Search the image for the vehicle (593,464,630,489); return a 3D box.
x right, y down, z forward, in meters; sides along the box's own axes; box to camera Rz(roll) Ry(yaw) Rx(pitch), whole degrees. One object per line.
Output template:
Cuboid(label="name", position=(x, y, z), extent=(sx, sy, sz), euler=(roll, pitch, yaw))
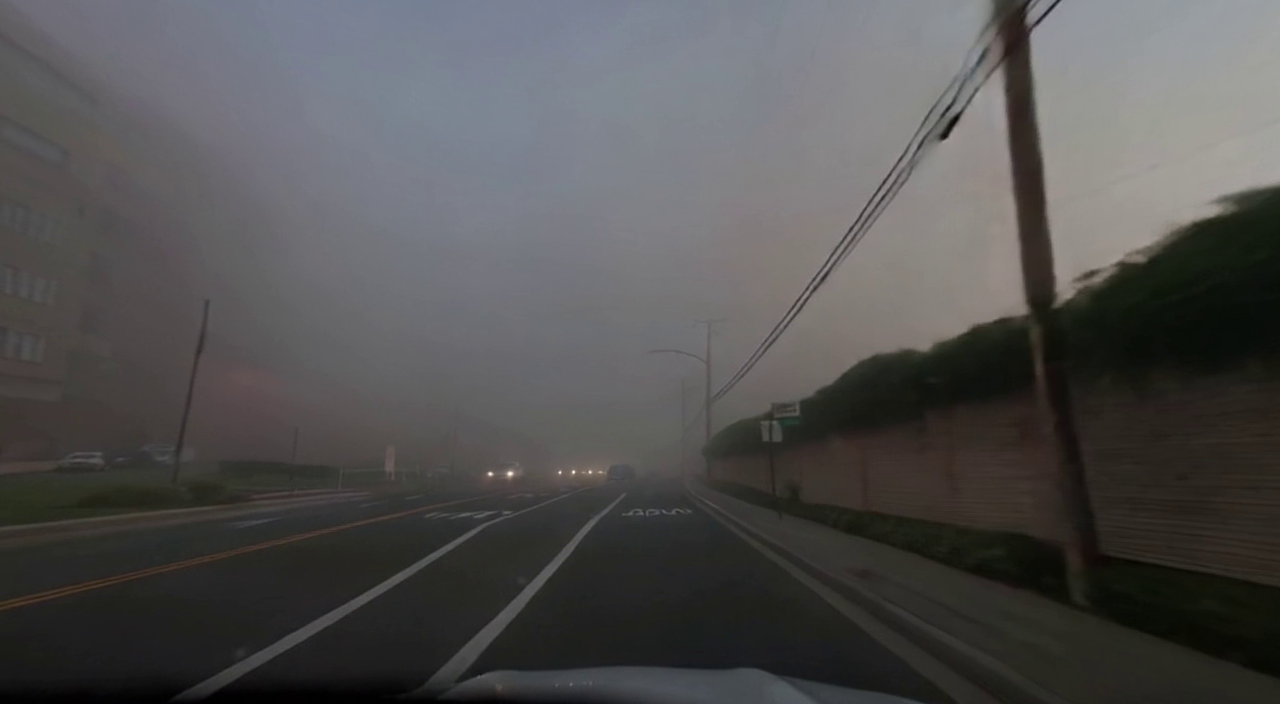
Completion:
Cuboid(label="vehicle", position=(-1.974, 8.748, 44.120), extent=(2.067, 1.629, 3.858), euler=(0, -11, 5))

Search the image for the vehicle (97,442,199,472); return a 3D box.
Cuboid(label="vehicle", position=(-34.922, 7.540, 44.797), extent=(2.033, 1.959, 5.294), euler=(-3, -11, 20))

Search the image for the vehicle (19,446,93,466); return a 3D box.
Cuboid(label="vehicle", position=(-46.337, 8.277, 49.902), extent=(1.714, 1.464, 3.804), euler=(-3, -11, 18))

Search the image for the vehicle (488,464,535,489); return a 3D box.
Cuboid(label="vehicle", position=(-8.278, 8.066, 40.831), extent=(1.979, 1.499, 4.666), euler=(0, -11, 0))
